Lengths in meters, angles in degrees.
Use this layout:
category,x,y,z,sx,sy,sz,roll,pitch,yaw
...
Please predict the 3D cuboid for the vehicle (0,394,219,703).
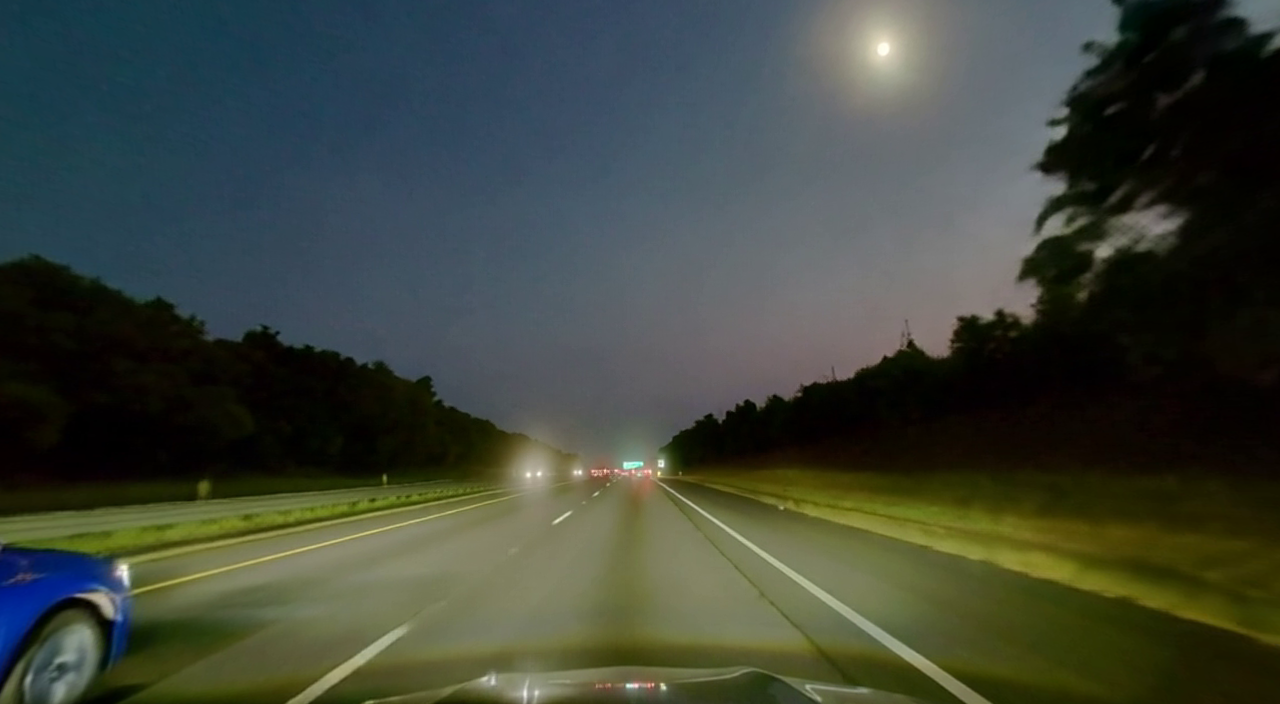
category,x,y,z,sx,sy,sz,roll,pitch,yaw
vehicle,-3.456,0.749,1.535,2.017,1.516,4.041,1,-11,0
